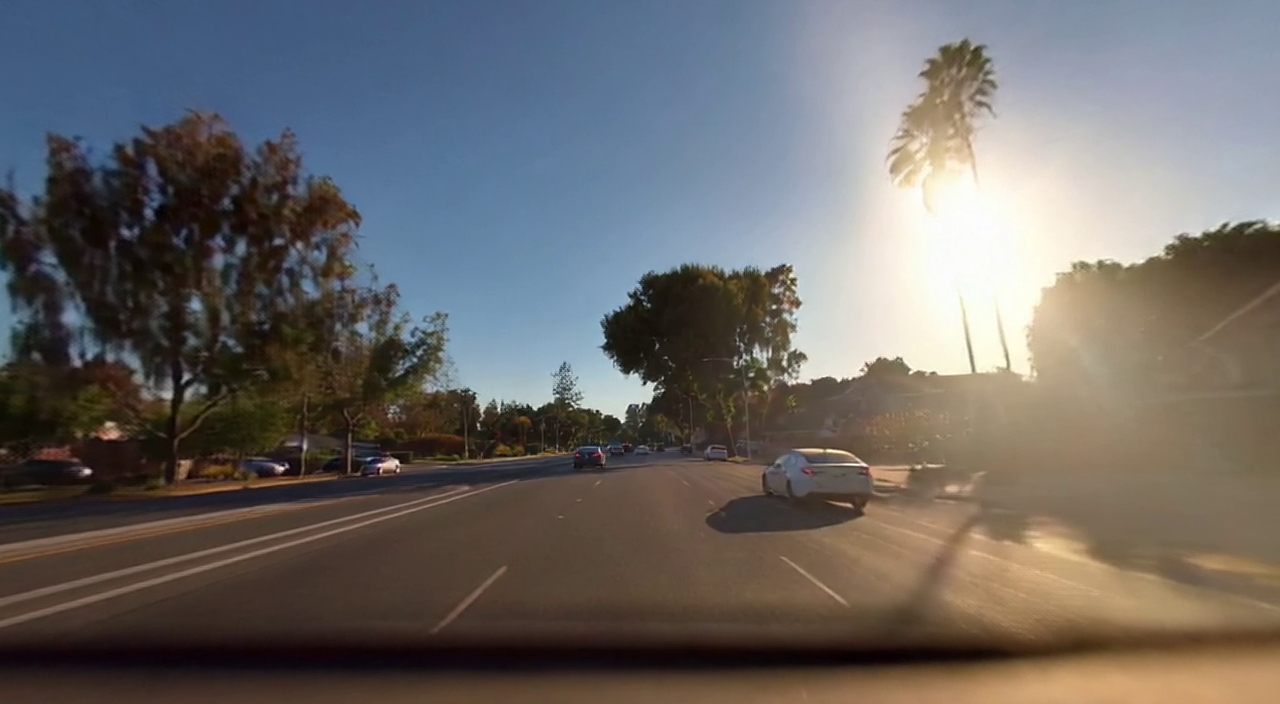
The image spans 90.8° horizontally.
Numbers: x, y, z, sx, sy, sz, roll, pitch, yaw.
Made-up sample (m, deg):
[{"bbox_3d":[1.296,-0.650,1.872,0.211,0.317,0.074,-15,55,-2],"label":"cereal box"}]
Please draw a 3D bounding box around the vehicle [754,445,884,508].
[{"bbox_3d":[4.565,3.233,16.987,2.149,1.421,4.805,0,-8,1],"label":"vehicle"}]

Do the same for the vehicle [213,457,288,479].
[{"bbox_3d":[-28.266,8.414,45.918,4.113,1.535,1.952,1,-8,-1],"label":"vehicle"}]

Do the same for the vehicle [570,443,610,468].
[{"bbox_3d":[-3.248,6.823,41.941,2.263,1.548,4.555,0,-8,0],"label":"vehicle"}]

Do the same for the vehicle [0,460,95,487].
[{"bbox_3d":[-35.334,7.151,37.290,4.503,1.515,1.964,0,-9,2],"label":"vehicle"}]
